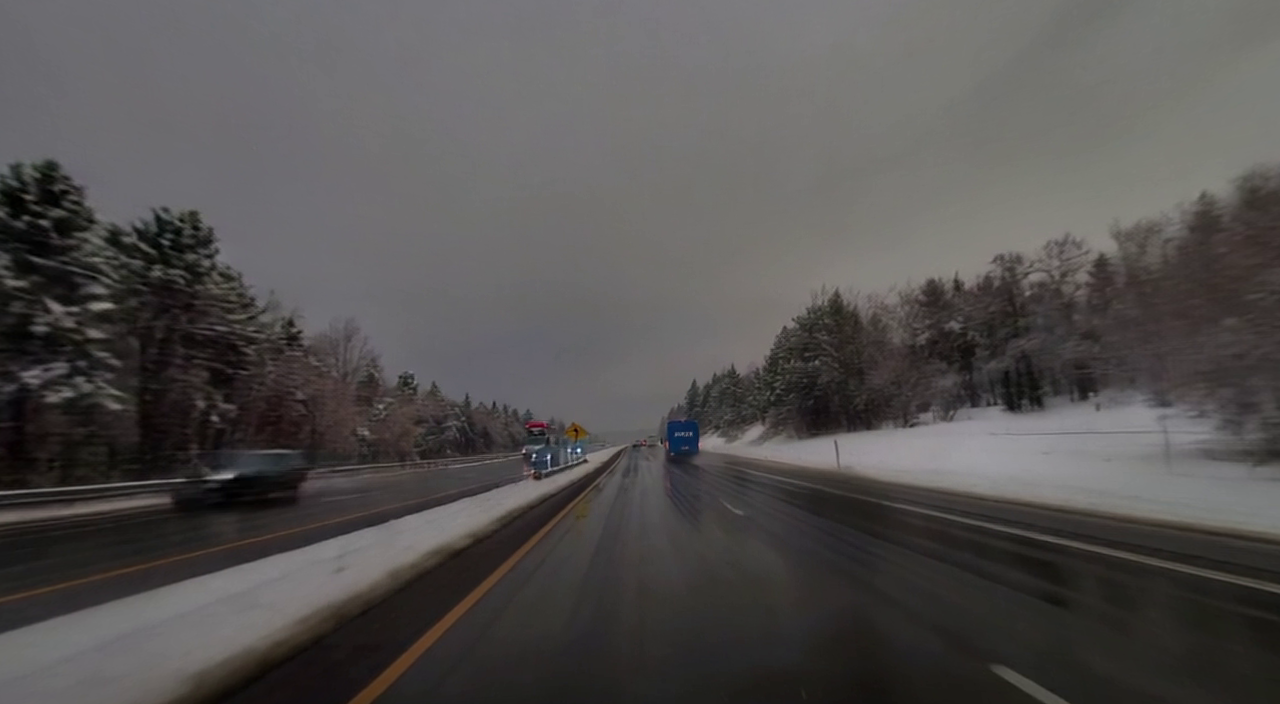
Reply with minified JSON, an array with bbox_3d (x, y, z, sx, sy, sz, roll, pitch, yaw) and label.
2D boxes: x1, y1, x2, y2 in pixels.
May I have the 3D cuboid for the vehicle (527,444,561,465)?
[{"bbox_3d":[-7.504,8.075,49.671,1.992,1.492,4.794,0,-9,0],"label":"vehicle"}]

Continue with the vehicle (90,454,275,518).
[{"bbox_3d":[-12.460,3.622,17.559,1.926,1.505,4.237,0,-9,1],"label":"vehicle"}]
